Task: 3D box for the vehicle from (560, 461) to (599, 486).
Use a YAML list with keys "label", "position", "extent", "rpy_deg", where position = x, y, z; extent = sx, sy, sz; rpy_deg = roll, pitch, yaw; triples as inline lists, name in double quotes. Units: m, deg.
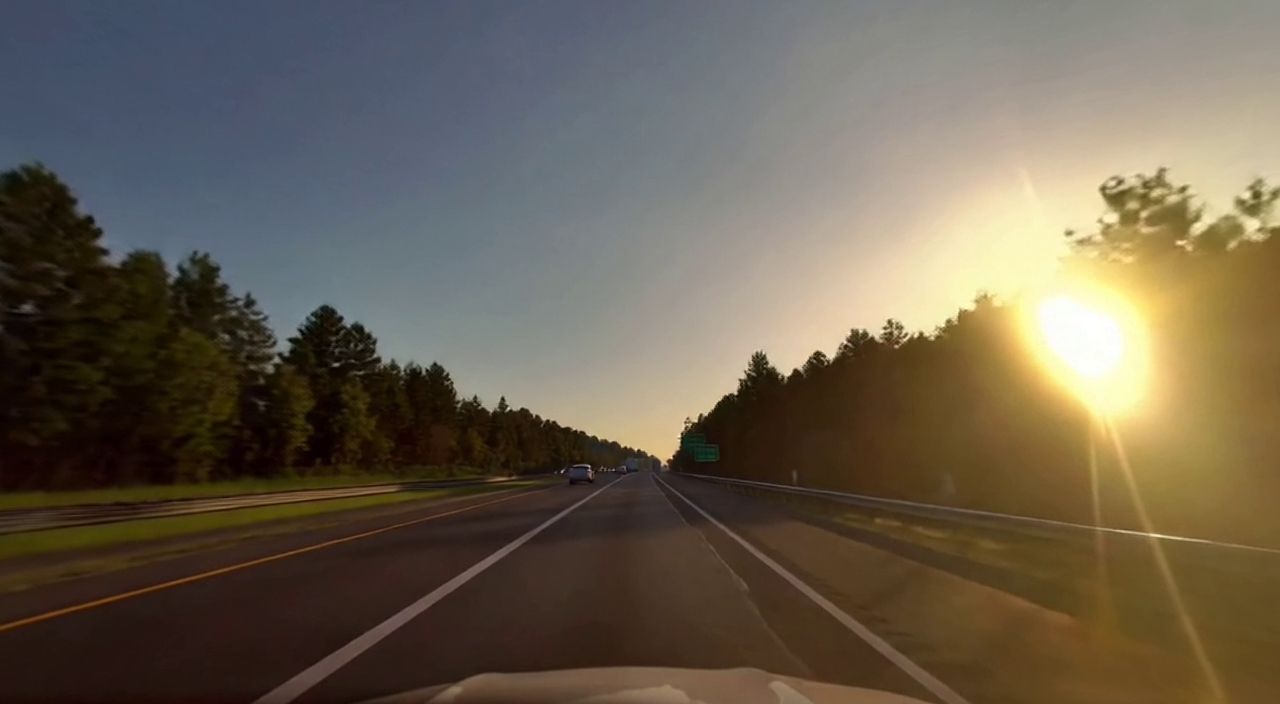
- label: "vehicle"
  position: [-4.088, 8.348, 43.456]
  extent: [2.180, 1.618, 4.219]
  rpy_deg: [1, -10, 1]
